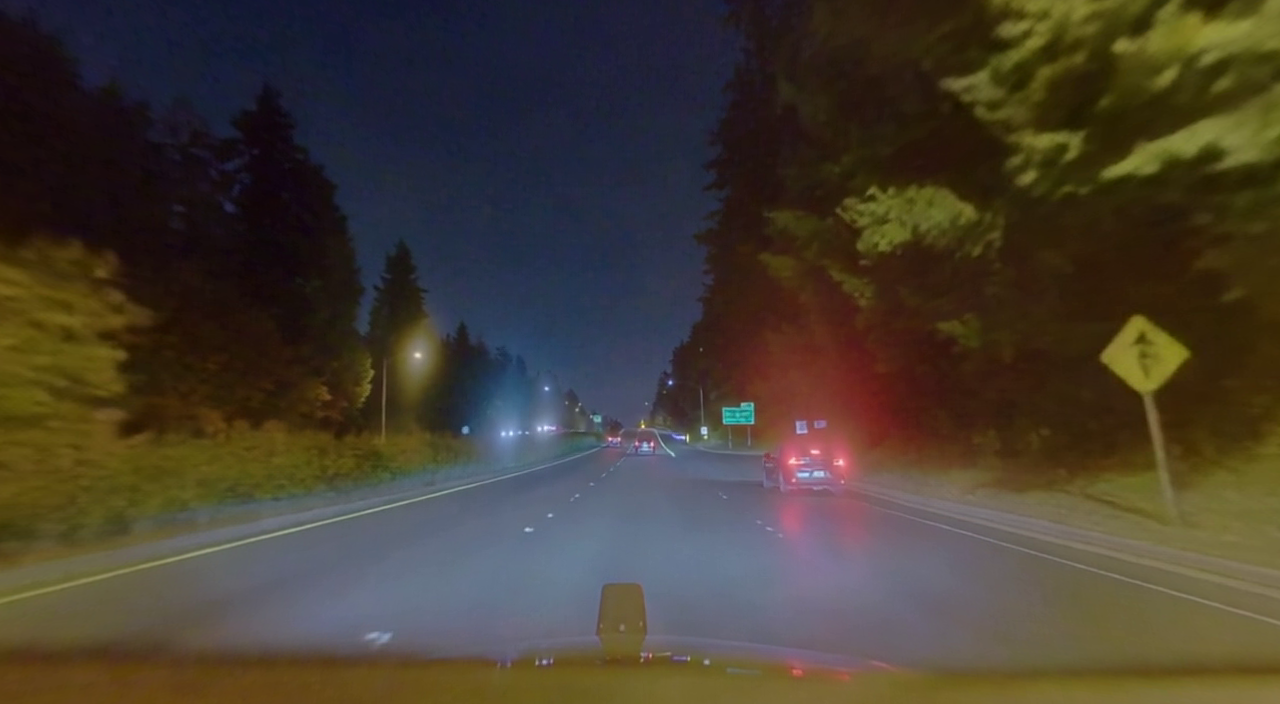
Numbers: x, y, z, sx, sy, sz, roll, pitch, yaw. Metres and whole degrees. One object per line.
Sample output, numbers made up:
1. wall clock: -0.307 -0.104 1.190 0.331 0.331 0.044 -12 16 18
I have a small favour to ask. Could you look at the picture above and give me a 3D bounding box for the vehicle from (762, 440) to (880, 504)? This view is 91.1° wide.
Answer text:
1. vehicle: 4.759 3.192 17.196 1.913 1.516 4.322 0 -9 0
